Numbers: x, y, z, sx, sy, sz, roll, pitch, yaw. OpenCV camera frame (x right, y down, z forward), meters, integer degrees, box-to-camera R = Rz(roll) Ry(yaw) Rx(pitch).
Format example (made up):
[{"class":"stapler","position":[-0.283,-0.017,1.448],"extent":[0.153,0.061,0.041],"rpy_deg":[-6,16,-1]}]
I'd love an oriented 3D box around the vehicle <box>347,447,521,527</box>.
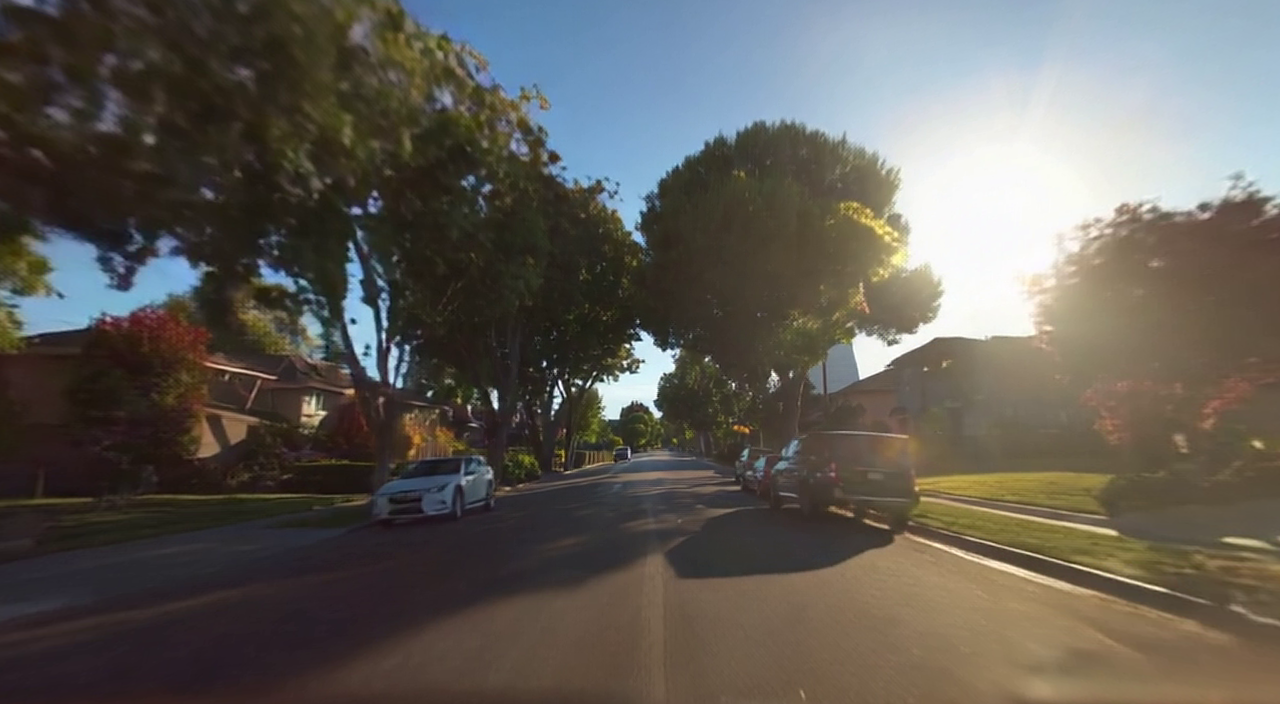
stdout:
[{"class":"vehicle","position":[-4.232,2.880,13.933],"extent":[2.234,1.377,4.413],"rpy_deg":[-2,-10,2]}]

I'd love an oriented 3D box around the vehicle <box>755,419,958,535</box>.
[{"class":"vehicle","position":[4.114,2.502,13.400],"extent":[2.350,1.912,5.696],"rpy_deg":[0,-9,1]}]

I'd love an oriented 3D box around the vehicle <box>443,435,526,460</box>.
[{"class":"vehicle","position":[-12.054,7.457,49.242],"extent":[5.863,1.773,2.451],"rpy_deg":[0,-10,-2]}]
